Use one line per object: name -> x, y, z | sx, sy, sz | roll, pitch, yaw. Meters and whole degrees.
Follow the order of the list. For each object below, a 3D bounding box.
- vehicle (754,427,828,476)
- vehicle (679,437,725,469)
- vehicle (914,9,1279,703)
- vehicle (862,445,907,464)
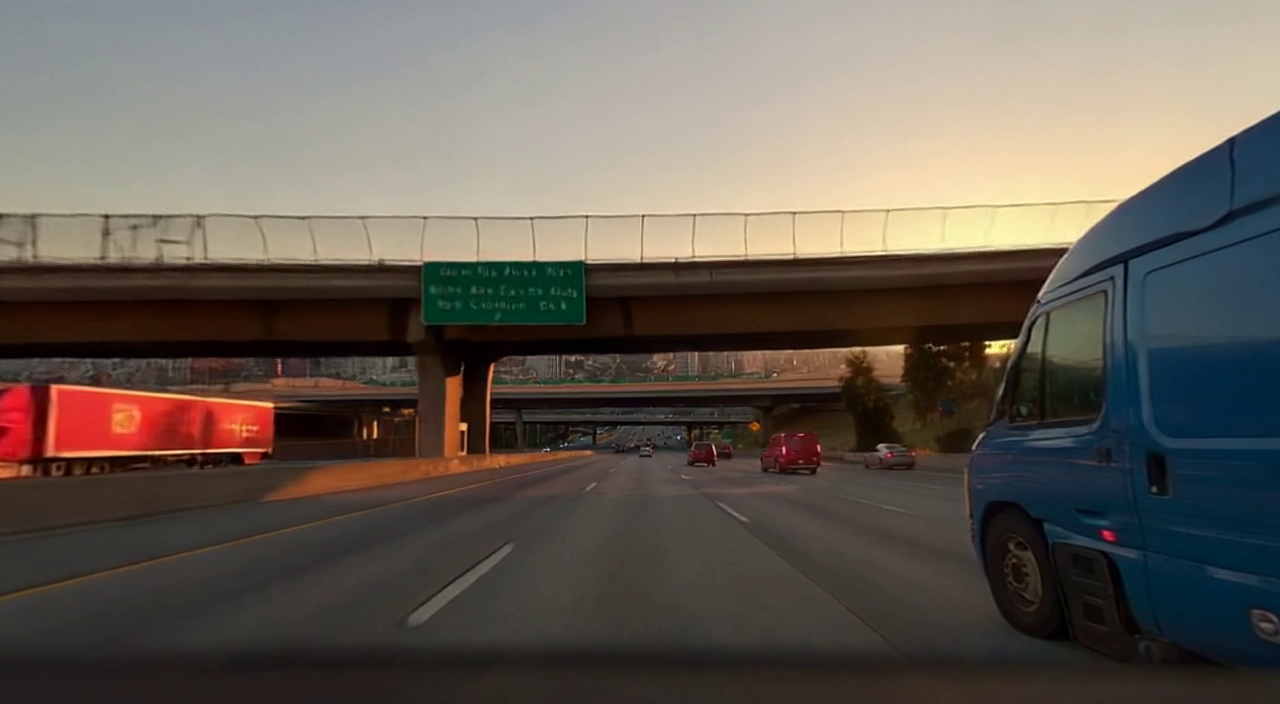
vehicle -> 7.441, 4.974, 31.748 | 2.301, 2.203, 5.419 | 0, -8, -1
vehicle -> 4.101, 6.784, 42.650 | 2.464, 1.961, 5.520 | 0, -8, -1
vehicle -> 3.286, 0.131, 1.059 | 2.436, 2.745, 7.034 | 0, -8, 0
vehicle -> 19.020, 7.962, 49.178 | 1.802, 1.463, 4.148 | 0, -8, -1
